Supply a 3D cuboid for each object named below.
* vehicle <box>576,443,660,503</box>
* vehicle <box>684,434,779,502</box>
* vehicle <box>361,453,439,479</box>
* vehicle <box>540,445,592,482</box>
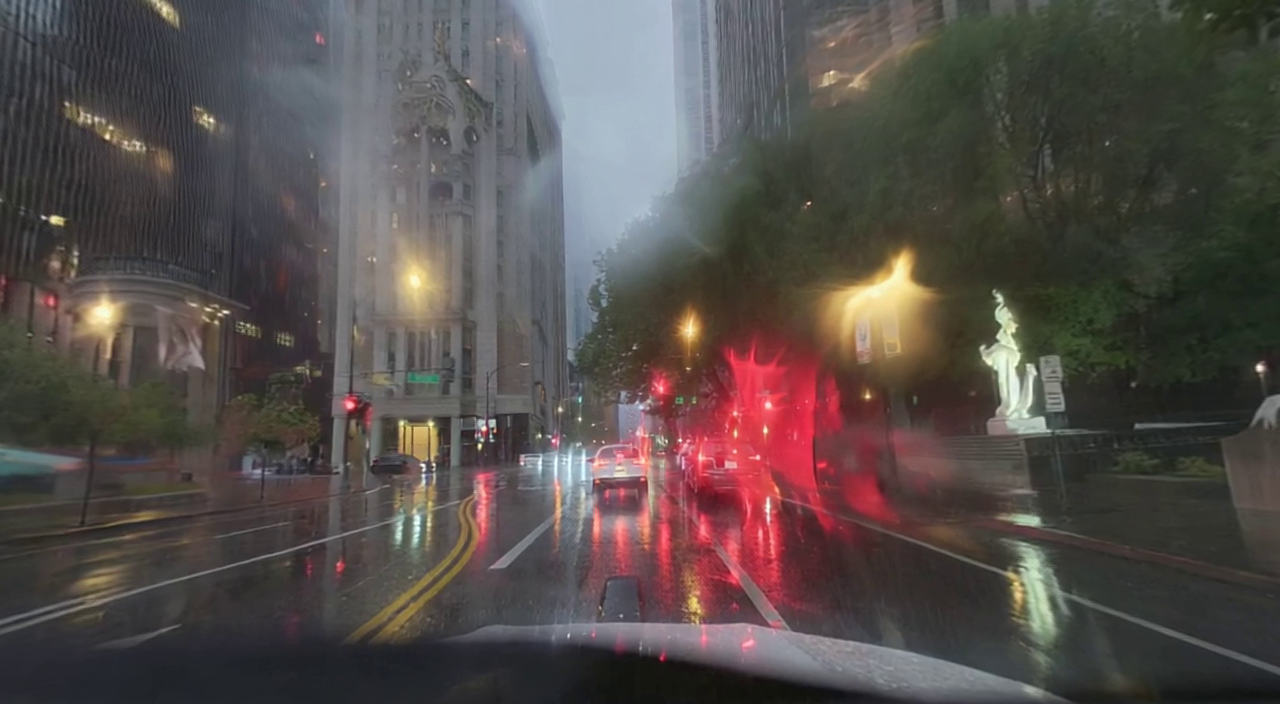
[{"bbox_3d":[-0.574,3.353,17.957,2.096,1.492,4.071,0,-9,-1],"label":"vehicle"},{"bbox_3d":[2.588,3.437,19.078,2.096,1.775,4.440,0,-9,-1],"label":"vehicle"},{"bbox_3d":[-17.612,8.376,46.564,4.855,1.769,2.071,0,-9,1],"label":"vehicle"},{"bbox_3d":[-3.522,5.403,30.965,2.045,1.633,4.864,0,-9,-2],"label":"vehicle"}]
